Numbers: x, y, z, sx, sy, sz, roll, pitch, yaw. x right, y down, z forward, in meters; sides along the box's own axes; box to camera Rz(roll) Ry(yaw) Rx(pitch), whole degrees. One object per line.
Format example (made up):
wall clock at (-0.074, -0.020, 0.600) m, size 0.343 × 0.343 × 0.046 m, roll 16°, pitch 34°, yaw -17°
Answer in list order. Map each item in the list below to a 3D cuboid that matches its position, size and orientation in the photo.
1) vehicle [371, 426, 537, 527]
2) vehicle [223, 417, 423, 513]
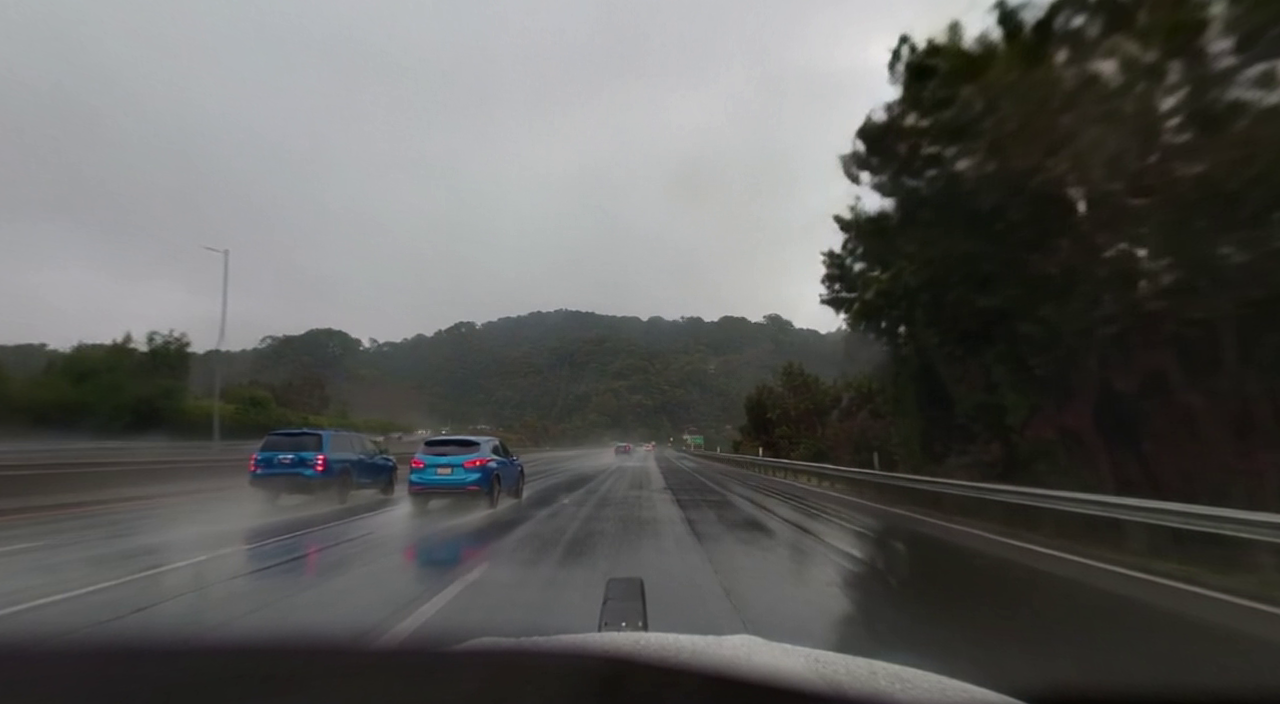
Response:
vehicle at (-3.463, 2.406, 12.742) m, size 1.983 × 1.663 × 4.290 m, roll 0°, pitch -9°, yaw 1°
vehicle at (-7.273, 2.650, 15.277) m, size 2.151 × 1.925 × 4.945 m, roll 0°, pitch -9°, yaw 1°
